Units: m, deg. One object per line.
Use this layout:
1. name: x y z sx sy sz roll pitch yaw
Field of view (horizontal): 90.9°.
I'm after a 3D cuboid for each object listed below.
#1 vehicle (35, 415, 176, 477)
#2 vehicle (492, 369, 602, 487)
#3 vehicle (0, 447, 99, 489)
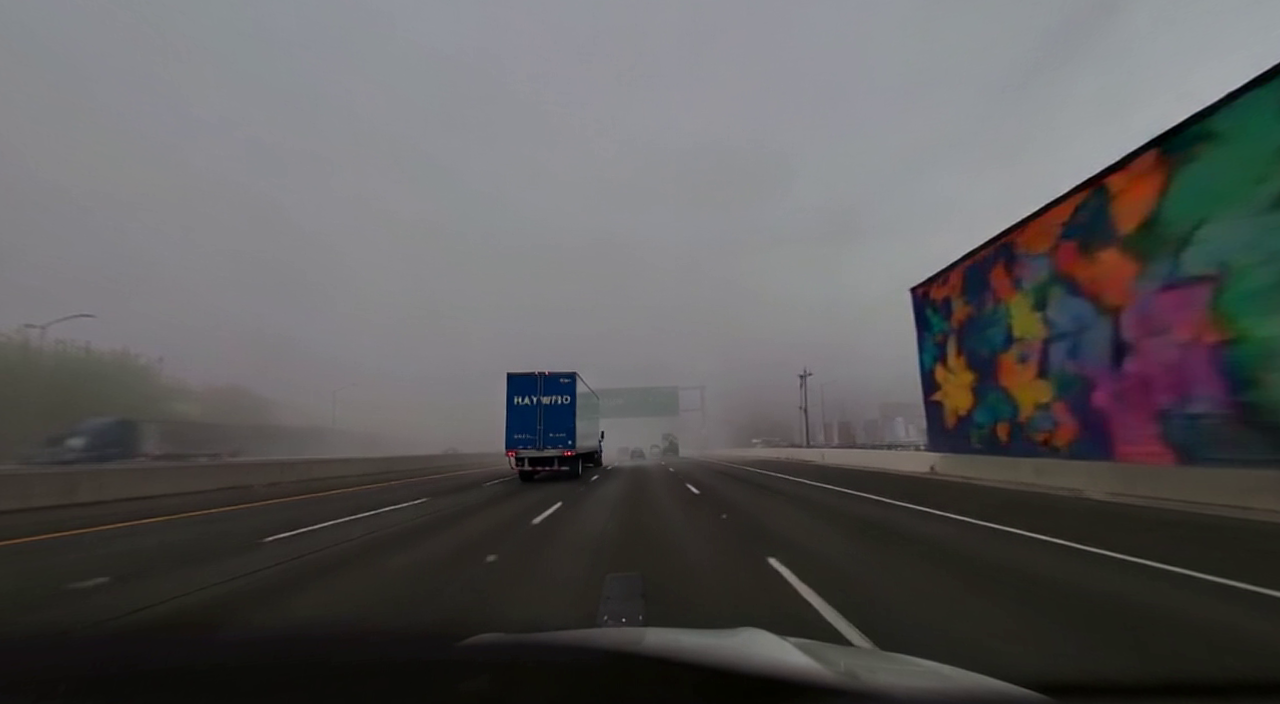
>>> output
1. vehicle: -31.766 5.604 37.878 2.956 3.386 6.009 0 -8 1
2. vehicle: -3.497 3.169 26.449 2.977 4.048 8.890 1 -7 1
3. vehicle: -24.235 4.494 24.727 1.875 1.493 4.610 0 -8 1
